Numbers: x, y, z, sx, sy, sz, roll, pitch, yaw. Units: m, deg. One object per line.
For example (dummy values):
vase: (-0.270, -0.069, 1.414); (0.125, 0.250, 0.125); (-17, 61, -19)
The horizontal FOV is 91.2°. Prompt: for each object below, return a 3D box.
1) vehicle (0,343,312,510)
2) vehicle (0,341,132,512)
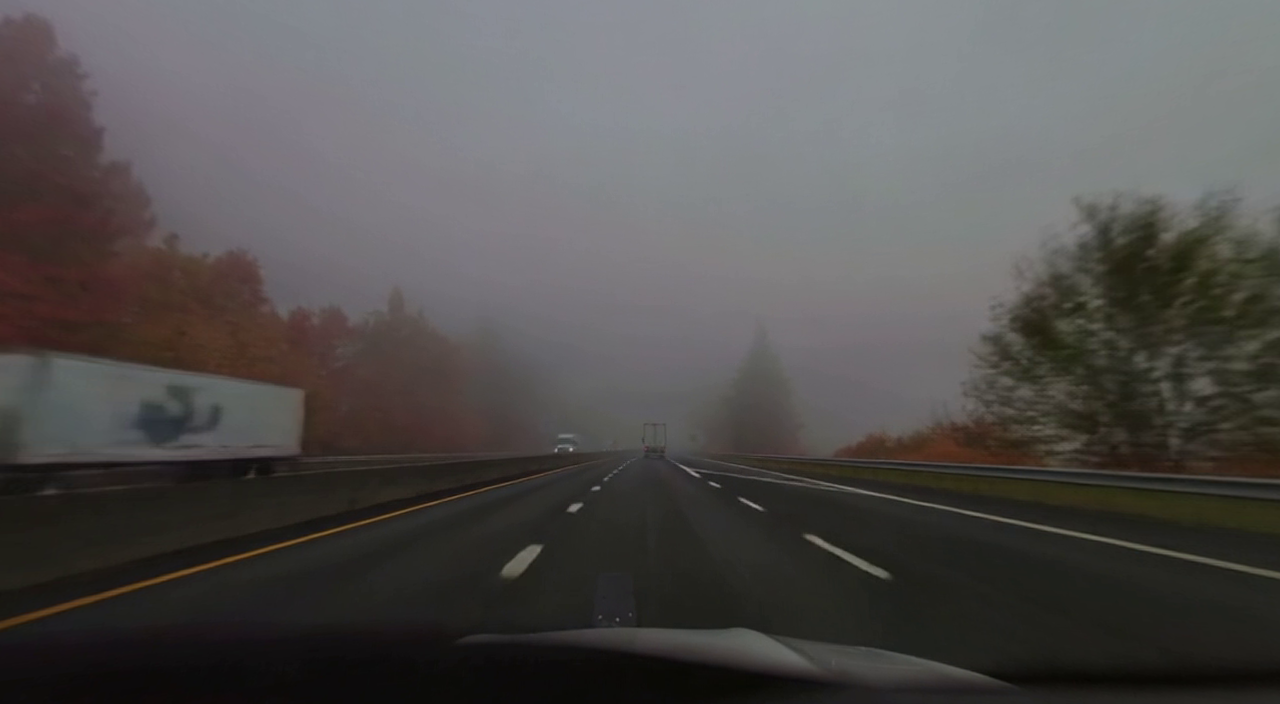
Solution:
vehicle: (-15.977, 2.704, 21.095); (2.835, 3.923, 12.584); (-1, -9, 1)
vehicle: (-16.014, 1.772, 14.655); (2.997, 3.843, 5.945); (-1, -9, 0)
